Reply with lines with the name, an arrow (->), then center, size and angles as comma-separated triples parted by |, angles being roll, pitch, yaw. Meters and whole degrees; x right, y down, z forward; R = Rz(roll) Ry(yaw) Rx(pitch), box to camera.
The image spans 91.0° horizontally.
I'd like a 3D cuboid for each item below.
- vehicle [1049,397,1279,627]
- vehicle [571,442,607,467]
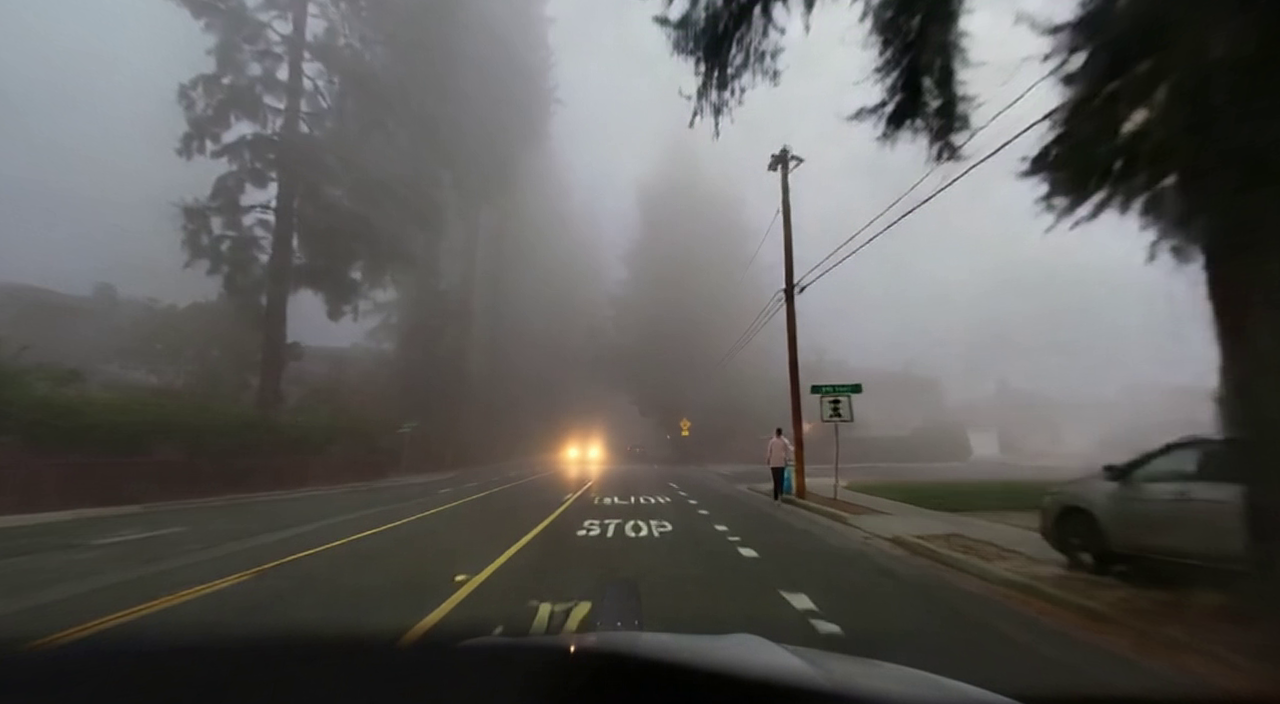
vehicle -> 5.856, 1.238, 4.978 | 2.096, 1.713, 4.606 | 0, -9, 0
vehicle -> -3.833, 7.795, 48.101 | 2.267, 1.768, 4.911 | 0, -9, 1
